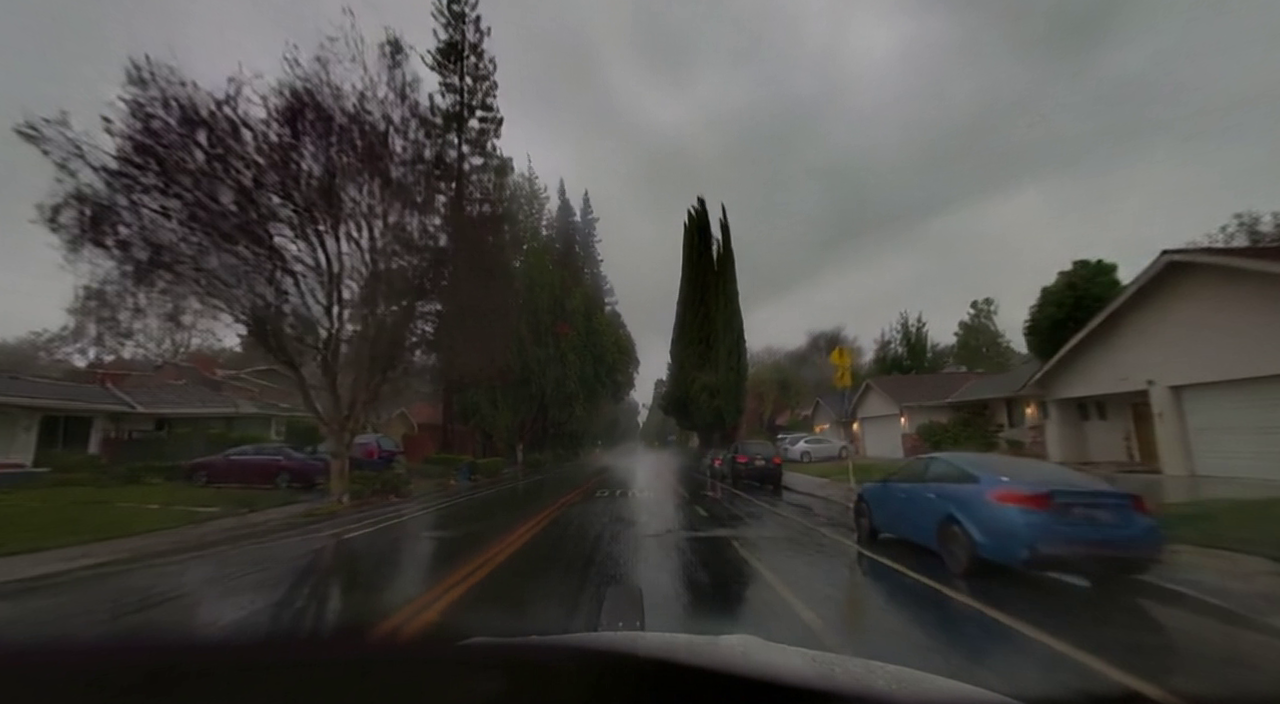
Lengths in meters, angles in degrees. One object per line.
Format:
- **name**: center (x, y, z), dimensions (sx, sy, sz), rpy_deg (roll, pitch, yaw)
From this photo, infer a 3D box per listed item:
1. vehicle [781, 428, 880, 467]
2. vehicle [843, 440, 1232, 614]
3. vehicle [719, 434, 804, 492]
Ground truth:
- **vehicle**: center (11.237, 5.694, 37.530), dimensions (5.001, 1.812, 2.177), rpy_deg (-5, -9, -2)
- **vehicle**: center (4.073, 1.811, 7.522), dimensions (1.940, 1.470, 4.101), rpy_deg (0, -9, 0)
- **vehicle**: center (4.143, 3.885, 22.476), dimensions (2.032, 1.792, 4.849), rpy_deg (0, -9, 0)
